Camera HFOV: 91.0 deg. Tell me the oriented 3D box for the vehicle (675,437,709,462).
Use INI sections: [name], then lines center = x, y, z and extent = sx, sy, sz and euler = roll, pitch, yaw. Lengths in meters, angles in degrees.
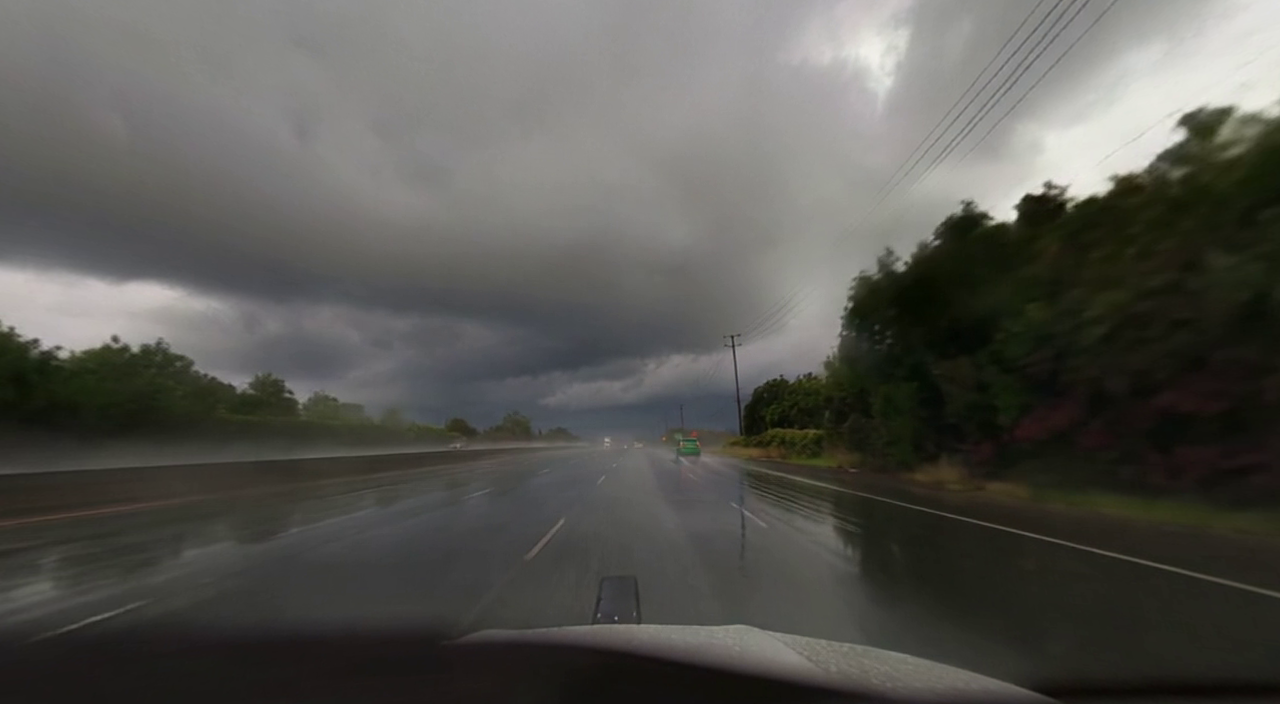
[vehicle]
center = 3.473, 6.564, 42.740
extent = 1.977, 1.581, 4.428
euler = -1, -8, 0
